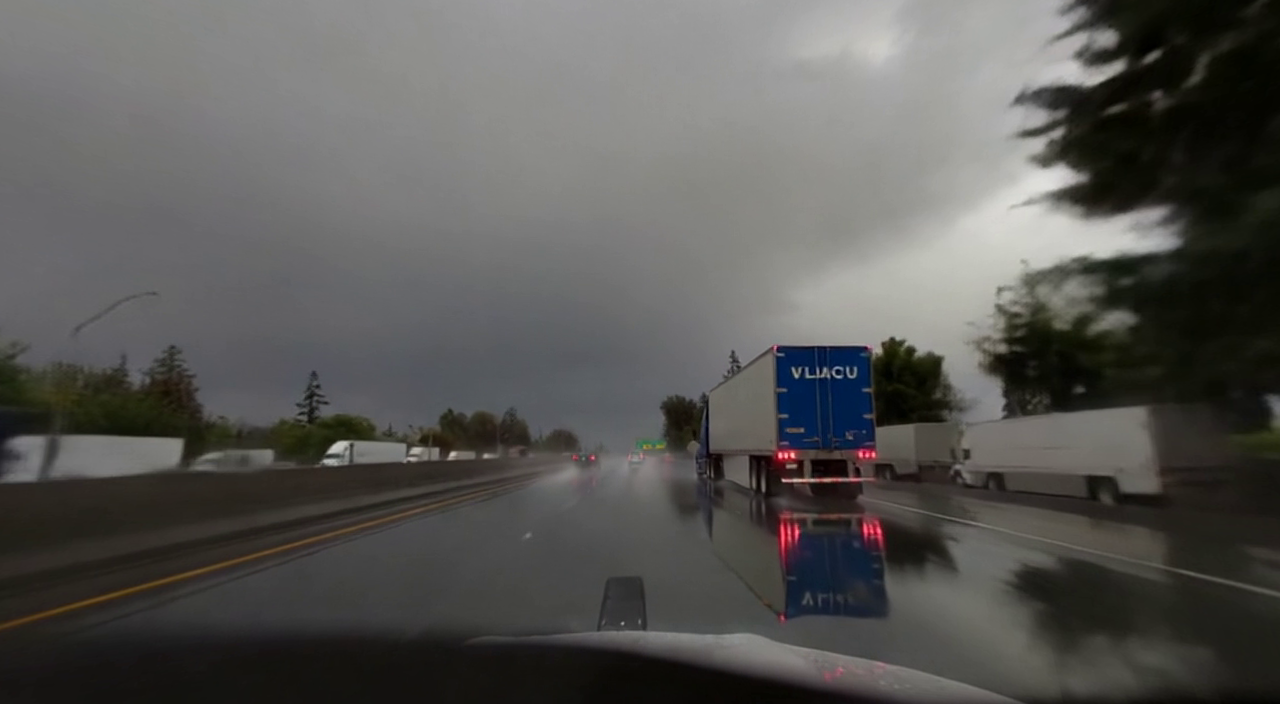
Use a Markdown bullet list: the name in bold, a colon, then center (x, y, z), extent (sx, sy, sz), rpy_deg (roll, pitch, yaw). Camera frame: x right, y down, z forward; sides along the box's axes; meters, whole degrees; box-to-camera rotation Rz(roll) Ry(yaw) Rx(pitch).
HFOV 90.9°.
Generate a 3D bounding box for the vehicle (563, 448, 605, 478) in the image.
- **vehicle**: center (-3.291, 6.599, 37.667), extent (2.107, 1.626, 4.804), rpy_deg (0, -9, 0)

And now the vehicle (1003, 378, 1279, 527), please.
- **vehicle**: center (18.632, 3.602, 22.531), extent (2.828, 3.967, 14.191), rpy_deg (2, -9, 0)

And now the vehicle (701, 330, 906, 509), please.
- **vehicle**: center (4.395, 2.612, 21.518), extent (2.847, 4.075, 14.244), rpy_deg (0, -9, -1)

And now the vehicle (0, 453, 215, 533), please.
- **vehicle**: center (-12.029, 3.068, 14.315), extent (1.793, 1.455, 4.263), rpy_deg (0, -9, 0)
